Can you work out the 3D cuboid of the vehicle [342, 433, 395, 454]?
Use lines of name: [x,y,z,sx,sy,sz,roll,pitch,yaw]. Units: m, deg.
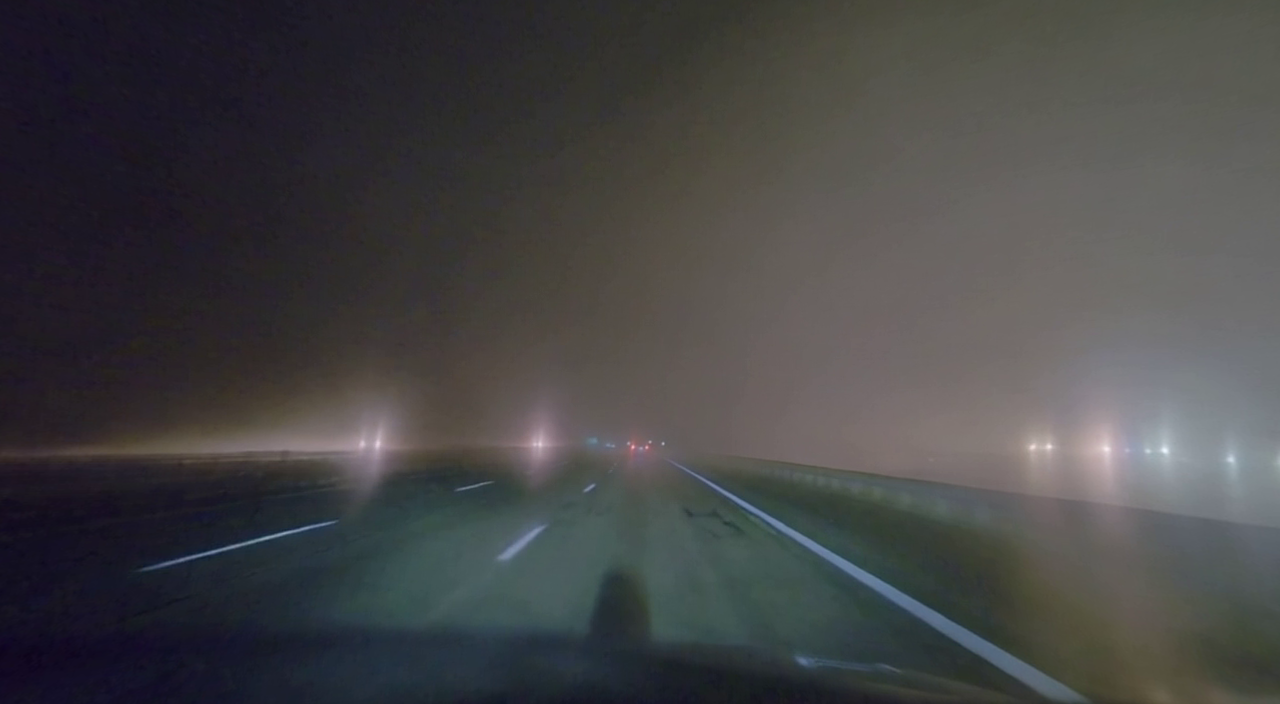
vehicle: [-21.156,7.146,49.271,1.994,1.536,4.786,0,-8,0]
